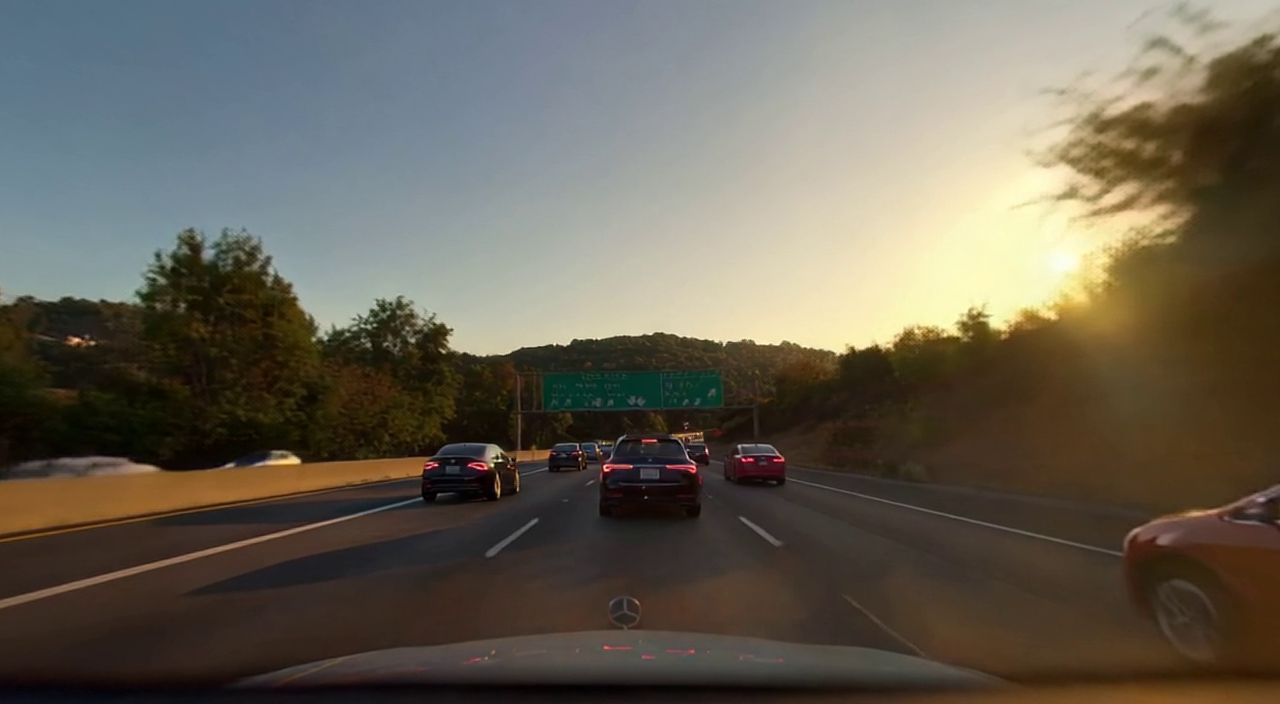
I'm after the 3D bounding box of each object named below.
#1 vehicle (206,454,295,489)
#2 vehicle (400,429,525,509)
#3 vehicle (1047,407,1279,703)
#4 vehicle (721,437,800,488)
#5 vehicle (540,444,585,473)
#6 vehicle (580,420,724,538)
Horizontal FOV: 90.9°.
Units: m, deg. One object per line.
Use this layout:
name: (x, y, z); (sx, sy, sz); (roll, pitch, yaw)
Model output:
vehicle: (-20.345, 6.233, 33.151); (1.889, 1.694, 4.268); (0, -9, 0)
vehicle: (-4.161, 2.807, 15.466); (1.890, 1.708, 3.844); (0, -9, 0)
vehicle: (3.684, 0.830, 1.849); (1.953, 1.434, 4.511); (0, -9, 0)
vehicle: (4.024, 3.766, 21.714); (1.905, 1.590, 3.746); (0, -9, -1)
vehicle: (-4.143, 5.752, 34.109); (1.910, 1.468, 3.781); (0, -9, 1)
vehicle: (0.172, 2.145, 11.133); (2.093, 1.695, 3.782); (0, -9, 0)
